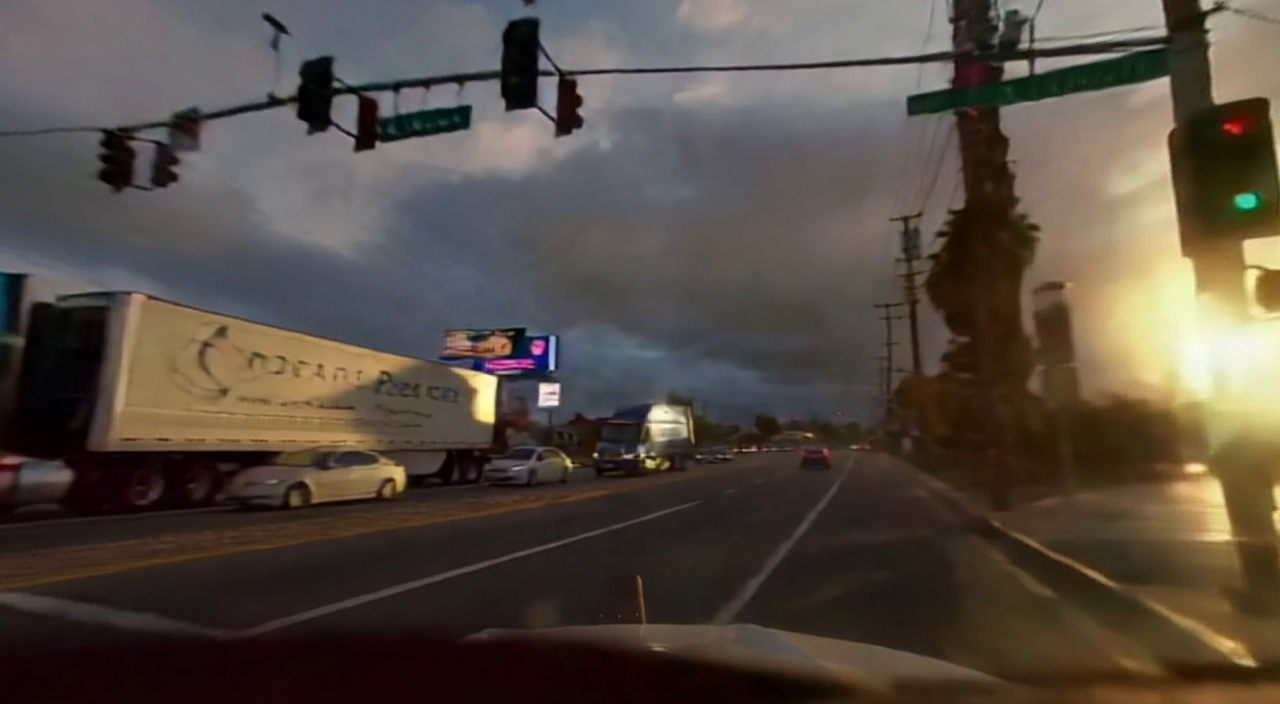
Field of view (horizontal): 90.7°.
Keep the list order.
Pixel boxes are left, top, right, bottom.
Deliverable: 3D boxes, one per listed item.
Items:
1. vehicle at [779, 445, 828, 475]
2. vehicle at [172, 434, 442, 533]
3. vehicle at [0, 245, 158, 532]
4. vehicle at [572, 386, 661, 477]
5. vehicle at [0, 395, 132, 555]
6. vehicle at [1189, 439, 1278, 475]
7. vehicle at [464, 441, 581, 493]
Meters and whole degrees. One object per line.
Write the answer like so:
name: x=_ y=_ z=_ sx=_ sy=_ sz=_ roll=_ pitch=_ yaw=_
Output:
vehicle: x=9.127 y=5.911 z=34.974 sx=2.040 sy=1.492 sz=5.114 roll=-3 pitch=-9 yaw=20
vehicle: x=-6.533 y=2.569 z=13.241 sx=1.949 sy=1.510 sz=4.958 roll=-5 pitch=-7 yaw=19
vehicle: x=-11.859 y=0.316 z=8.257 sx=3.029 sy=4.352 sz=8.167 roll=-3 pitch=-9 yaw=19
vehicle: x=-1.047 y=3.755 z=29.607 sx=3.027 sy=3.903 sz=3.372 roll=-4 pitch=-9 yaw=21
vehicle: x=-9.069 y=1.392 z=6.840 sx=2.200 sy=1.893 sz=5.079 roll=-5 pitch=-10 yaw=17
vehicle: x=28.305 y=5.006 z=30.323 sx=1.697 sy=1.559 sz=3.647 roll=-3 pitch=-9 yaw=20
vehicle: x=-3.854 y=3.899 z=21.620 sx=1.919 sy=1.512 sz=4.443 roll=-5 pitch=-10 yaw=19
